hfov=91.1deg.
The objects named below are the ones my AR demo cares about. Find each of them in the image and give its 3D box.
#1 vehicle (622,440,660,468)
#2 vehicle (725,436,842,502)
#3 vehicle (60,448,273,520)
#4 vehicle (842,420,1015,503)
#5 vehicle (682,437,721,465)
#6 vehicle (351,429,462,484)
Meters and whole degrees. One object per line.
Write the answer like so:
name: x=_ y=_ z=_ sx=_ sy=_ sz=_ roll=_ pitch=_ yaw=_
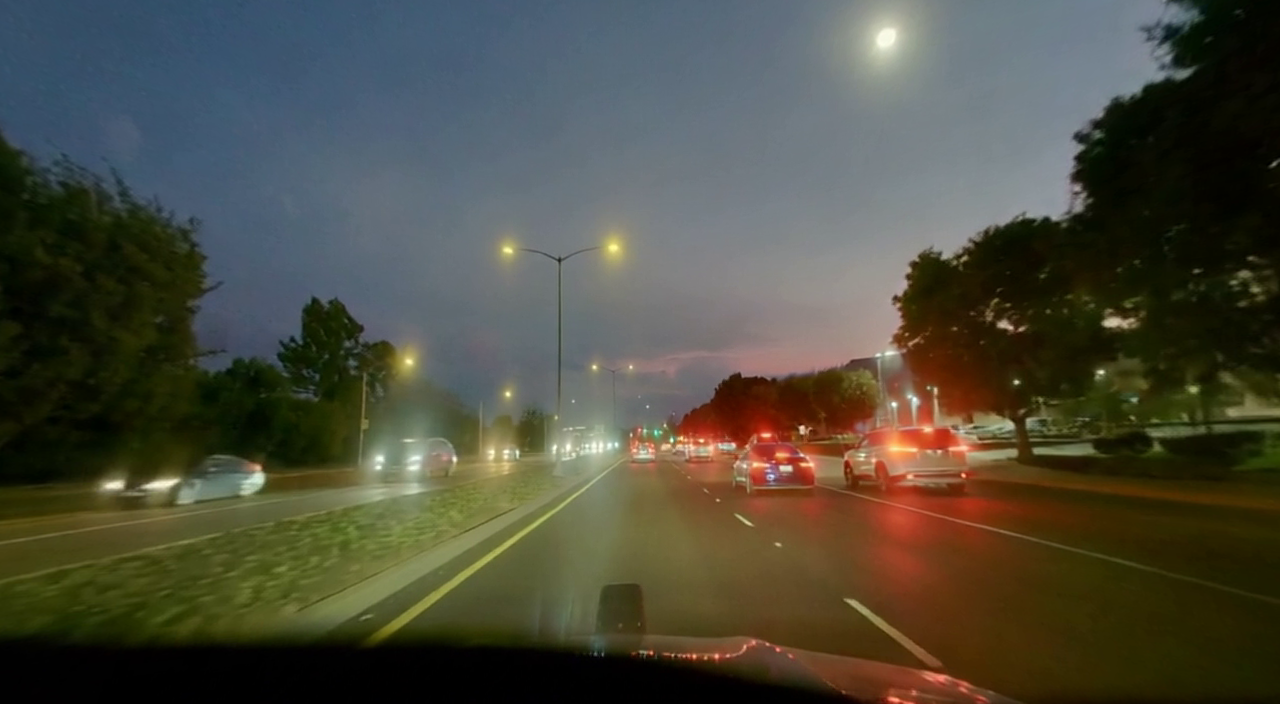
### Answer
vehicle: x=0.073 y=6.007 z=37.115 sx=2.111 sy=1.506 sz=4.018 roll=0 pitch=-9 yaw=0
vehicle: x=3.631 y=3.059 z=16.835 sx=2.010 sy=1.490 sz=4.639 roll=0 pitch=-9 yaw=-1
vehicle: x=-11.448 y=3.165 z=15.677 sx=1.866 sy=1.500 sz=4.361 roll=0 pitch=-9 yaw=0
vehicle: x=7.373 y=2.873 z=16.807 sx=2.188 sy=1.840 sz=5.050 roll=0 pitch=-9 yaw=0
vehicle: x=4.085 y=6.697 z=42.516 sx=2.130 sy=1.718 sz=4.310 roll=0 pitch=-9 yaw=-1
vehicle: x=-8.241 y=3.758 z=22.731 sx=2.116 sy=1.747 sz=4.727 roll=0 pitch=-9 yaw=1
